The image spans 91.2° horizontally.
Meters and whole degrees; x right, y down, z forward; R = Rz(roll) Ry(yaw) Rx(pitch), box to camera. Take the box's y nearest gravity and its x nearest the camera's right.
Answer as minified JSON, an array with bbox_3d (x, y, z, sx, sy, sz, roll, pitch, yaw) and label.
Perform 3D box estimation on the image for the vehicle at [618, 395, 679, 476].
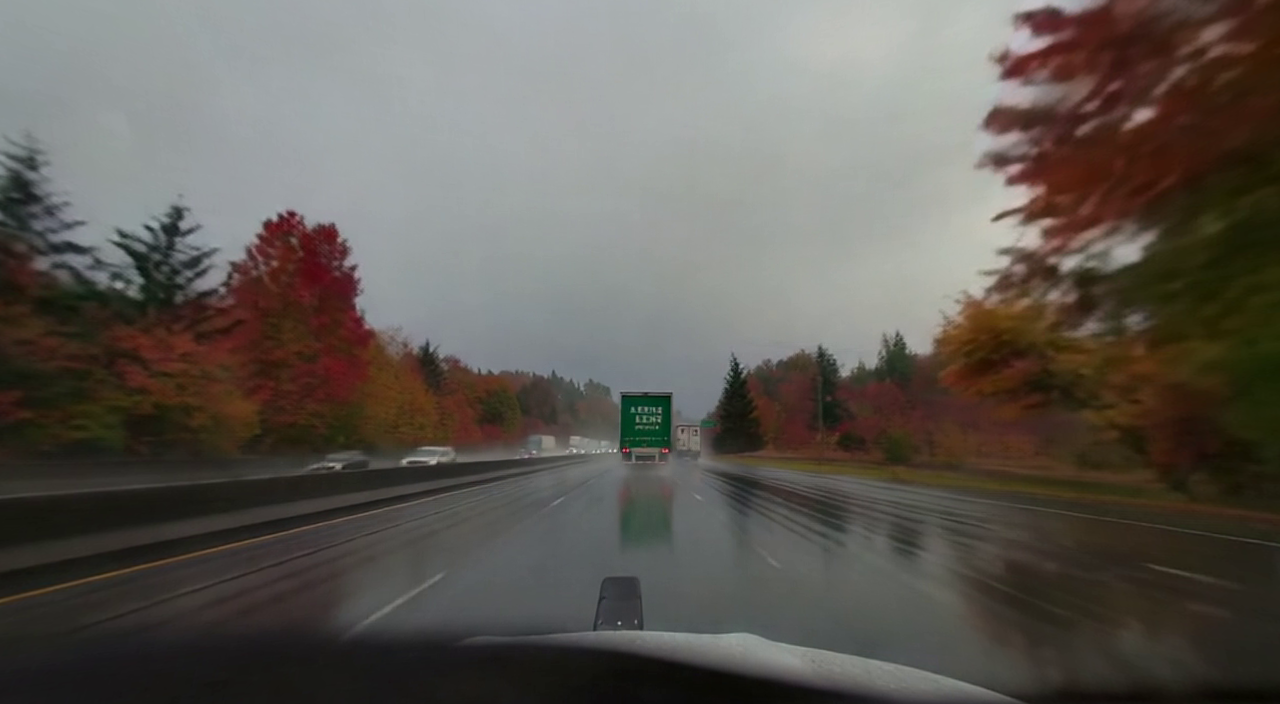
[{"bbox_3d":[0.400,5.037,37.255,3.057,4.073,10.792,0,-9,0],"label":"vehicle"}]

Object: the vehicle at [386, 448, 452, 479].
[{"bbox_3d":[-12.390,6.259,35.415,2.171,1.661,3.953,0,-9,1],"label":"vehicle"}]

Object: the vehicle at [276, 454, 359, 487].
[{"bbox_3d":[-16.136,5.915,31.604,1.914,1.506,4.103,0,-9,1],"label":"vehicle"}]
